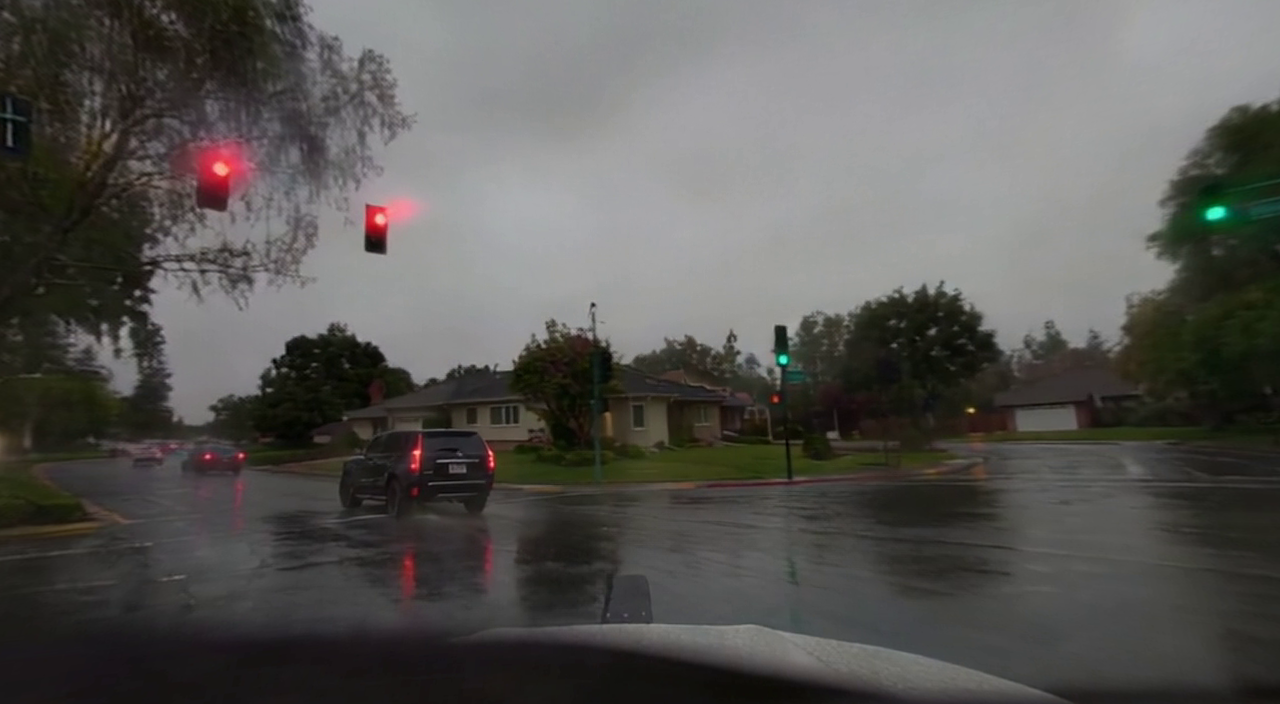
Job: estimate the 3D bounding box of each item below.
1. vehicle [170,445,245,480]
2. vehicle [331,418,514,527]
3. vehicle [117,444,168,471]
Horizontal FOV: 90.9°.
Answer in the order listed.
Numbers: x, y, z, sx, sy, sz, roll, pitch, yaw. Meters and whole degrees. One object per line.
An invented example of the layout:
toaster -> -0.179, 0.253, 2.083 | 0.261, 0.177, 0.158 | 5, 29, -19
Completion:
vehicle -> -19.714, 4.963, 28.650 | 1.983, 1.433, 4.558 | 8, -12, -43
vehicle -> -4.720, 2.415, 13.237 | 2.141, 1.833, 4.704 | 6, -11, -38
vehicle -> -30.810, 6.495, 38.952 | 3.759, 1.520, 1.854 | -8, -12, 43
